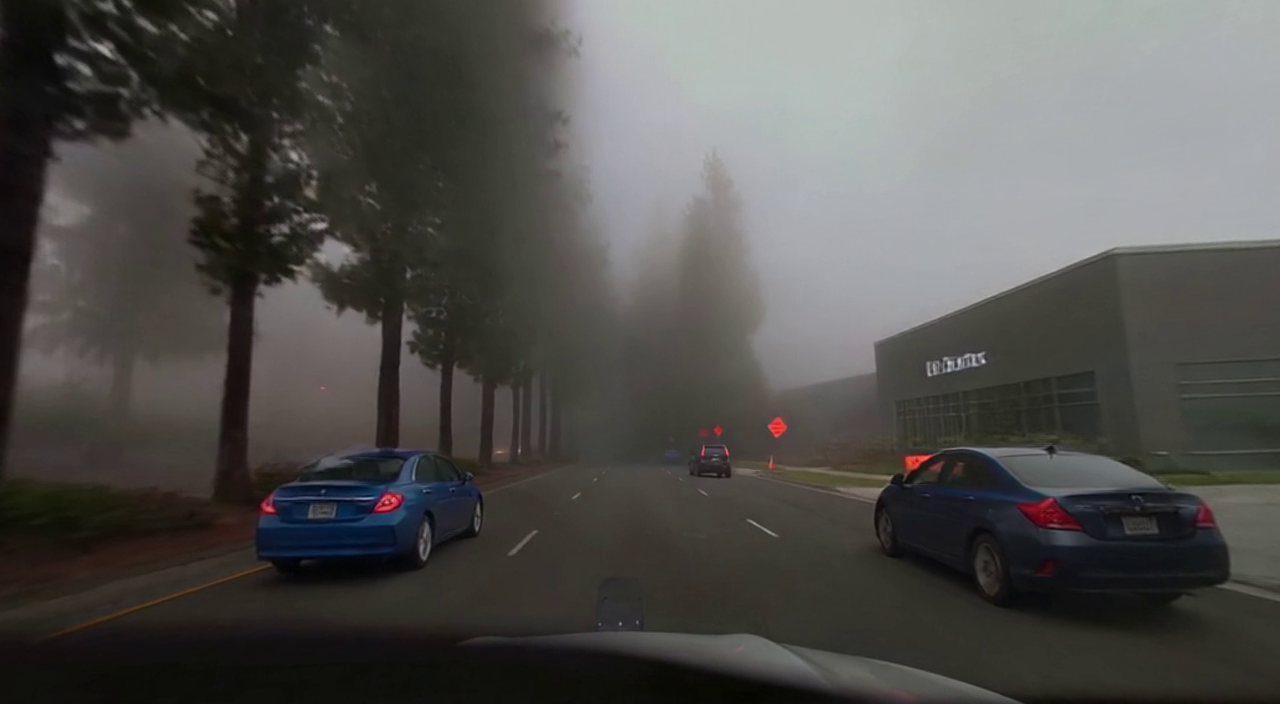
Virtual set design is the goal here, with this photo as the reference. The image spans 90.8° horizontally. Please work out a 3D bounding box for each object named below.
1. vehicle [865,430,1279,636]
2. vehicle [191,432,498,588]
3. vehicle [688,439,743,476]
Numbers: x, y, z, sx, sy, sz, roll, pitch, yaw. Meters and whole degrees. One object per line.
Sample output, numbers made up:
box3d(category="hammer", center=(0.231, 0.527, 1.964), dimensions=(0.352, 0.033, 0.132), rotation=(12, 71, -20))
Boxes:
box3d(category="vehicle", center=(4.011, 1.624, 6.605), dimensions=(1.827, 1.491, 3.743), rotation=(0, -9, -1))
box3d(category="vehicle", center=(-3.321, 1.839, 8.201), dimensions=(2.020, 1.474, 4.098), rotation=(0, -9, -1))
box3d(category="vehicle", center=(3.901, 5.556, 33.471), dimensions=(2.159, 1.793, 4.735), rotation=(0, -9, -2))
